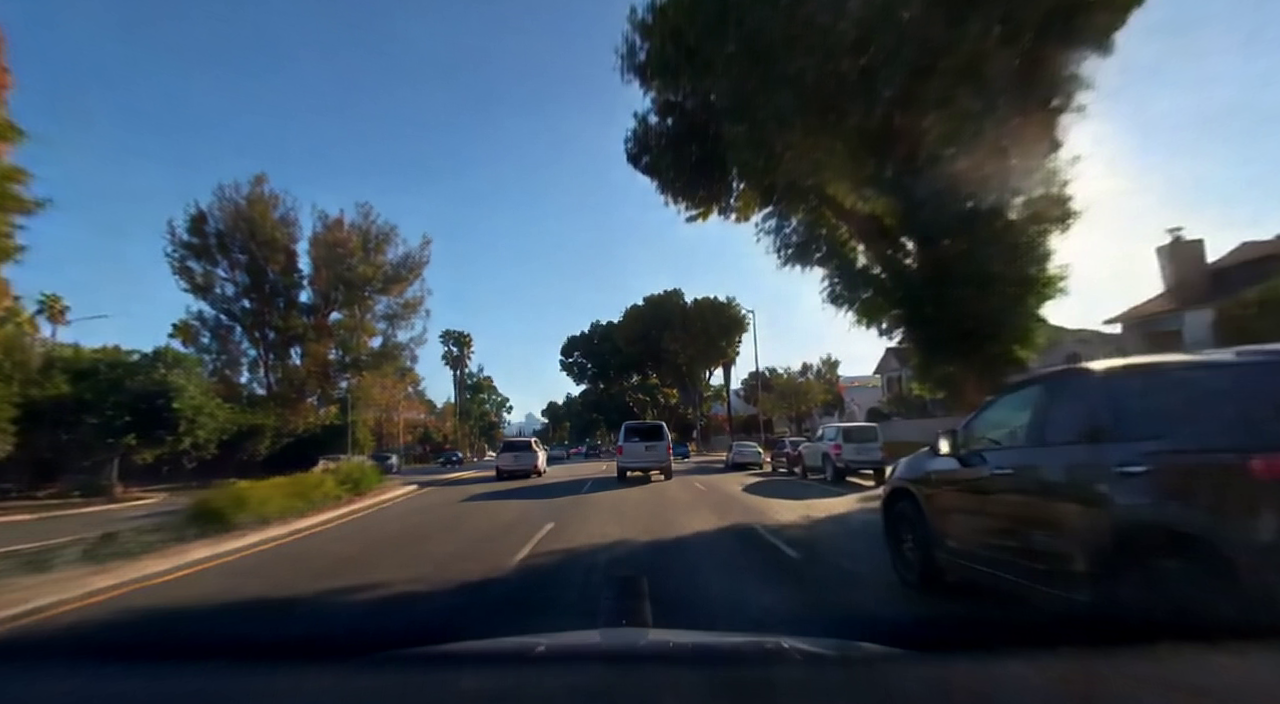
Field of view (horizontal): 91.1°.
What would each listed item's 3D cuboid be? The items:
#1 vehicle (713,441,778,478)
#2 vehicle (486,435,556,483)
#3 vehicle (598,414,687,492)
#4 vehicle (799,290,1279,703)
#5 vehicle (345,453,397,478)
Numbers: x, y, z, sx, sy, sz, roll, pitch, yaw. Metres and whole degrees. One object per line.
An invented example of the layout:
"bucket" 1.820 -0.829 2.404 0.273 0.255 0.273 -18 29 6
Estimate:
"vehicle" 4.299 4.469 26.409 2.178 1.411 4.732 0 -9 3
"vehicle" -4.543 4.151 24.621 2.235 1.682 4.662 1 -9 -5
"vehicle" -0.095 3.277 20.688 2.507 2.161 6.049 1 -9 -3
"vehicle" 3.410 1.138 4.990 2.576 1.815 6.267 0 -9 -1
"vehicle" -19.467 8.183 45.630 2.048 1.679 4.356 0 -9 -3
